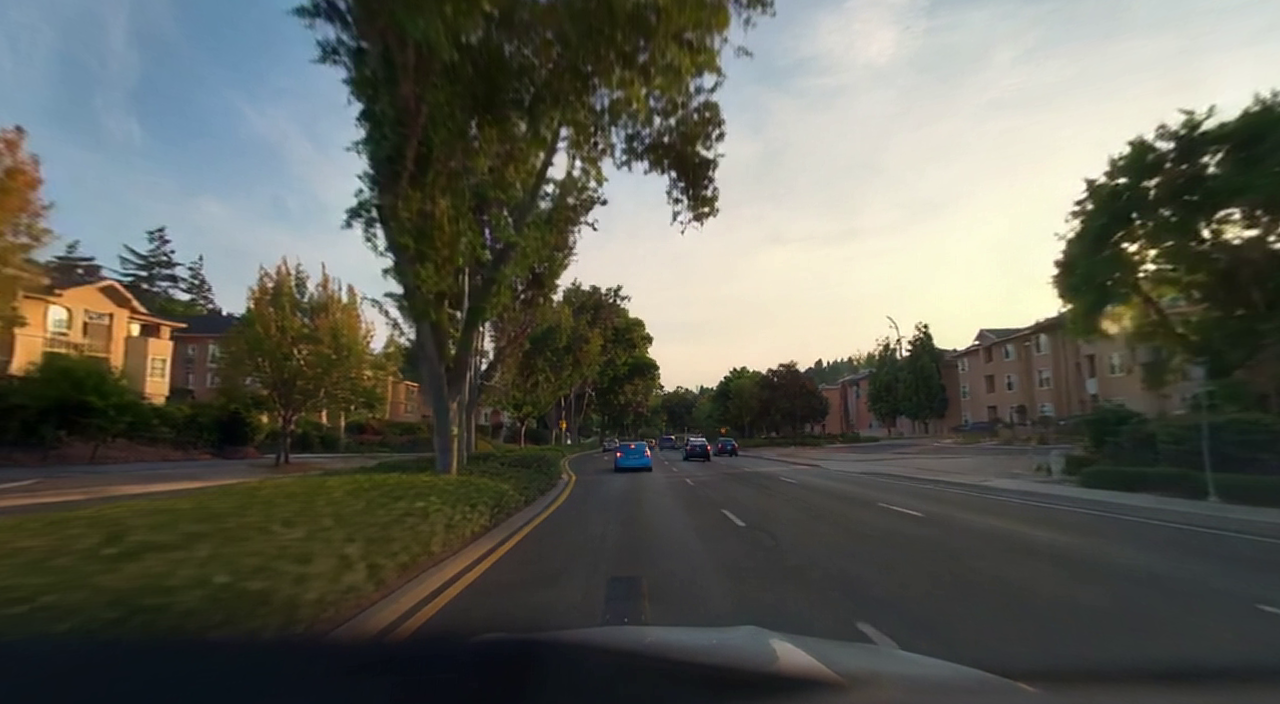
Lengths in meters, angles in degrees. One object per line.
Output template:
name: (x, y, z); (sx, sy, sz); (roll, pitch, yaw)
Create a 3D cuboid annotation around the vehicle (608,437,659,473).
vehicle: (-0.266, 4.532, 27.973); (2.102, 1.481, 3.907); (0, -8, 0)

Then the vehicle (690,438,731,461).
vehicle: (4.779, 6.689, 43.395); (2.067, 1.514, 4.188); (0, -8, -4)
